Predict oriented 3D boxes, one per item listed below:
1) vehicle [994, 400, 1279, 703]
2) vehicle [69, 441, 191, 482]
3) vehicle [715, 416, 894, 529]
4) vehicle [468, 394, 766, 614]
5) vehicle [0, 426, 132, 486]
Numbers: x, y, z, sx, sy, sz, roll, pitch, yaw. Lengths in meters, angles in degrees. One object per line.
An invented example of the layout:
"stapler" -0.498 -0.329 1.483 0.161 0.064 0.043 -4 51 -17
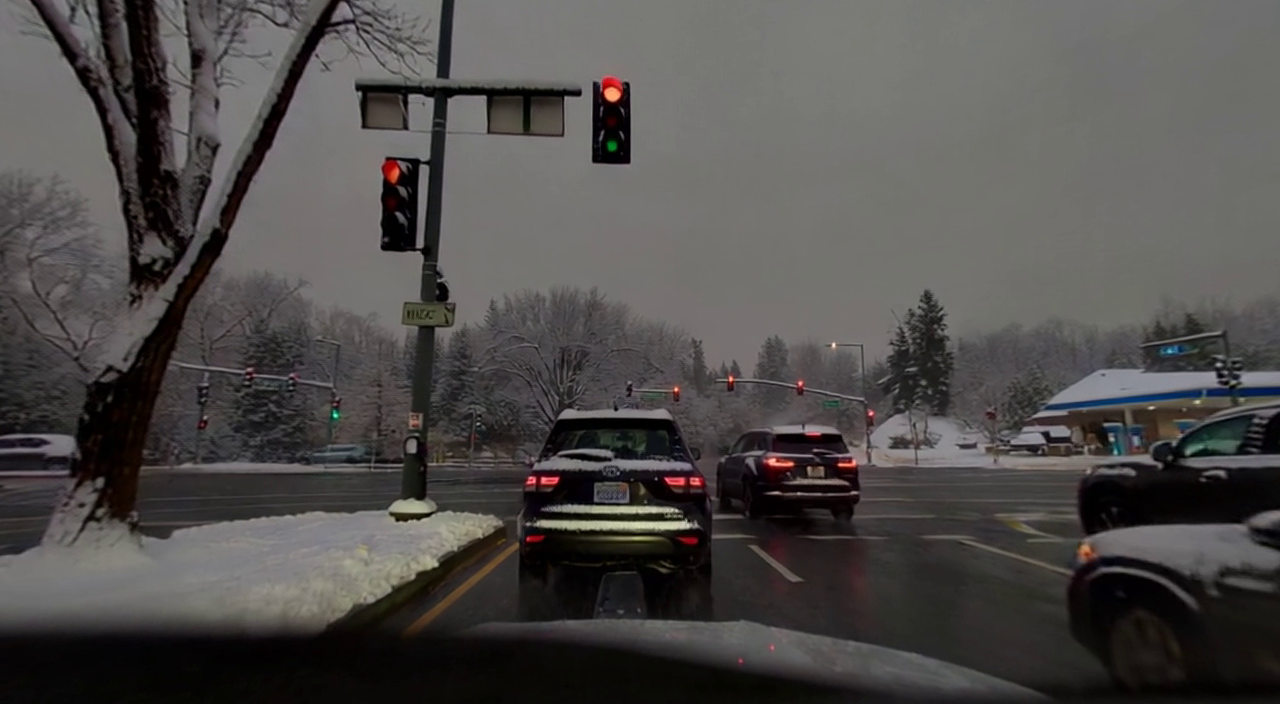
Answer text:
"vehicle" 3.089 0.794 1.405 1.965 1.460 4.581 0 -9 0
"vehicle" -26.650 5.725 33.130 4.658 1.911 2.162 -2 -9 5
"vehicle" 2.890 2.244 12.335 2.060 1.783 4.411 0 -9 -3
"vehicle" -0.212 1.553 7.406 2.351 1.733 4.616 0 -9 -1
"vehicle" -28.956 5.013 30.574 6.772 2.769 2.305 -1 -9 3
